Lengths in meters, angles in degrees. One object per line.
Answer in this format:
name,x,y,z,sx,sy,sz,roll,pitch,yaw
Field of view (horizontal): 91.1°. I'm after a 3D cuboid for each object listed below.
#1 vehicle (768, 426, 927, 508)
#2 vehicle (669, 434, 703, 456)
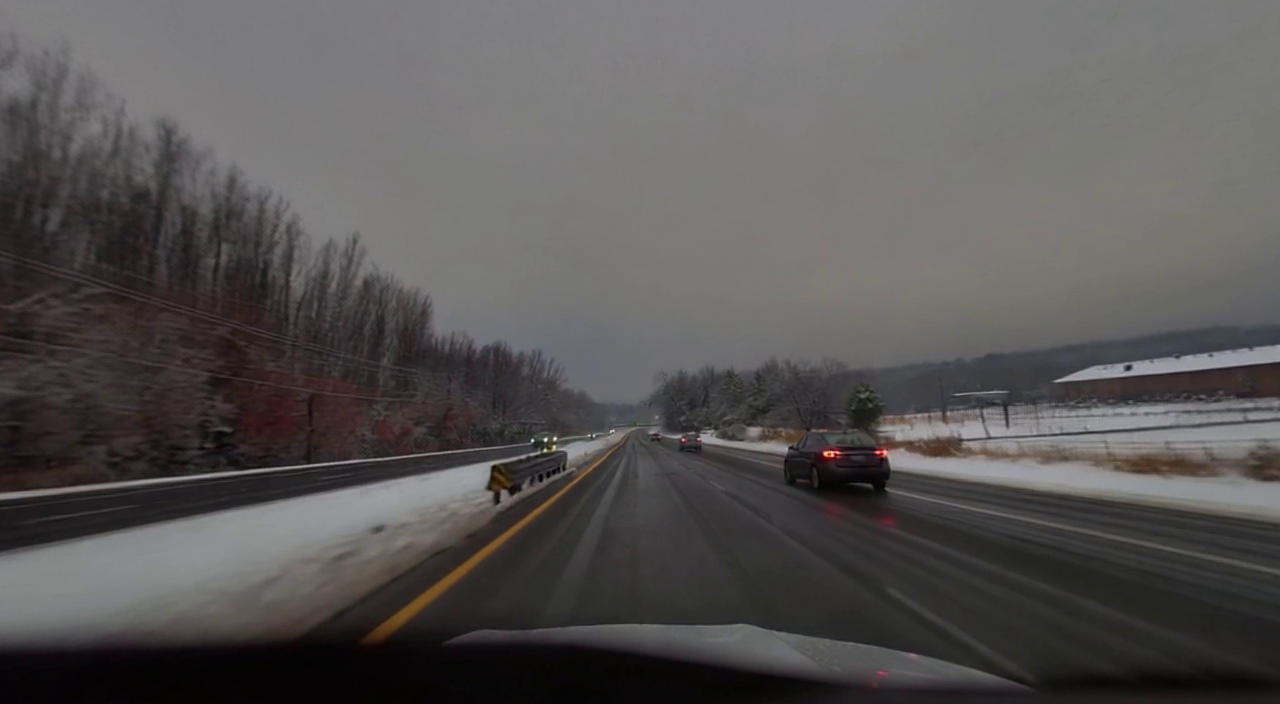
vehicle,4.350,2.463,13.974,2.024,1.516,4.197,0,-8,-1
vehicle,3.255,6.679,45.170,2.057,1.540,4.158,0,-8,-1
